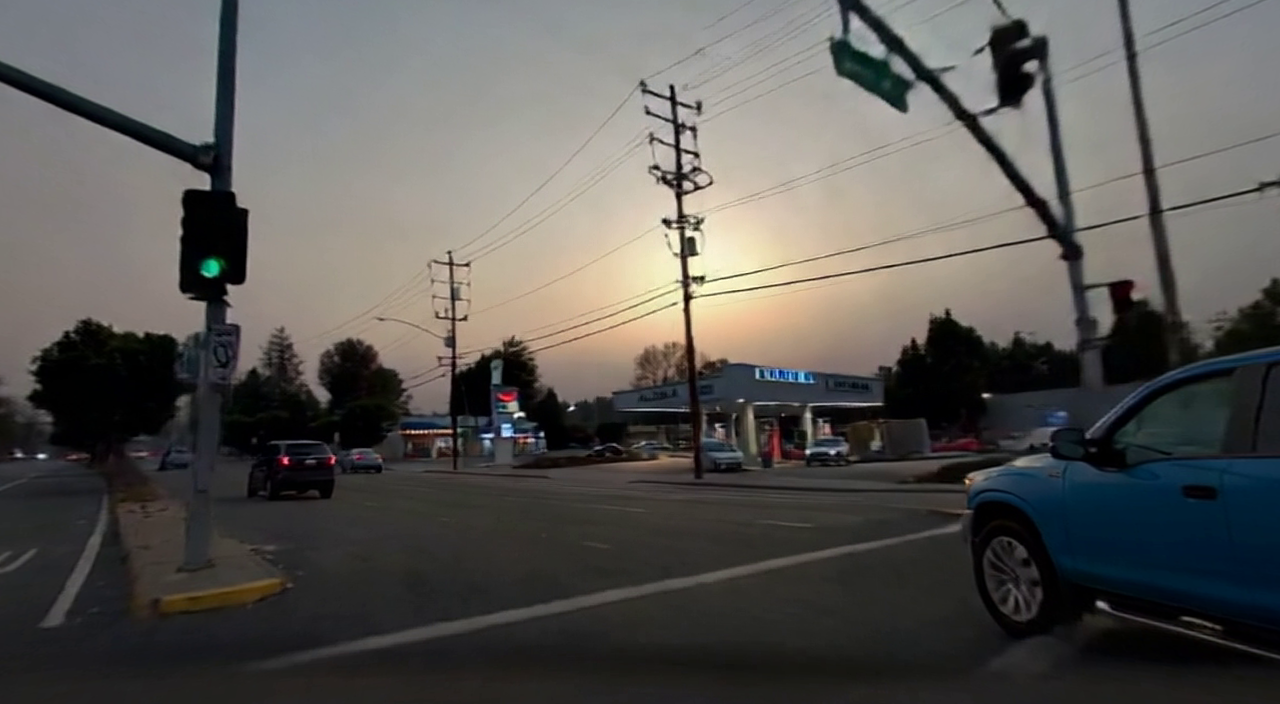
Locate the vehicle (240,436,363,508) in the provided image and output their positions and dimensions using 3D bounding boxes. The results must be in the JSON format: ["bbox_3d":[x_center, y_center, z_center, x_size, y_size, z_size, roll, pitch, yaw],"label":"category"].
[{"bbox_3d":[-10.233,3.479,18.853,2.141,1.842,4.889,7,-11,-39],"label":"vehicle"}]

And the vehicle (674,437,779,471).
[{"bbox_3d":[4.123,4.800,29.825,4.661,1.480,1.913,4,-9,-28],"label":"vehicle"}]

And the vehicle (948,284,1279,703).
[{"bbox_3d":[3.514,0.586,1.947,2.036,1.818,5.192,1,-8,-6],"label":"vehicle"}]

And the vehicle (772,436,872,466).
[{"bbox_3d":[9.083,4.942,31.637,4.495,1.399,1.715,1,-9,-12],"label":"vehicle"}]

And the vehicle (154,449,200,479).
[{"bbox_3d":[-29.709,7.111,40.354,1.921,1.725,4.498,7,-11,-40],"label":"vehicle"}]

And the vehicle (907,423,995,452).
[{"bbox_3d":[20.048,5.583,40.831,1.883,1.726,4.669,7,-11,-39],"label":"vehicle"}]
